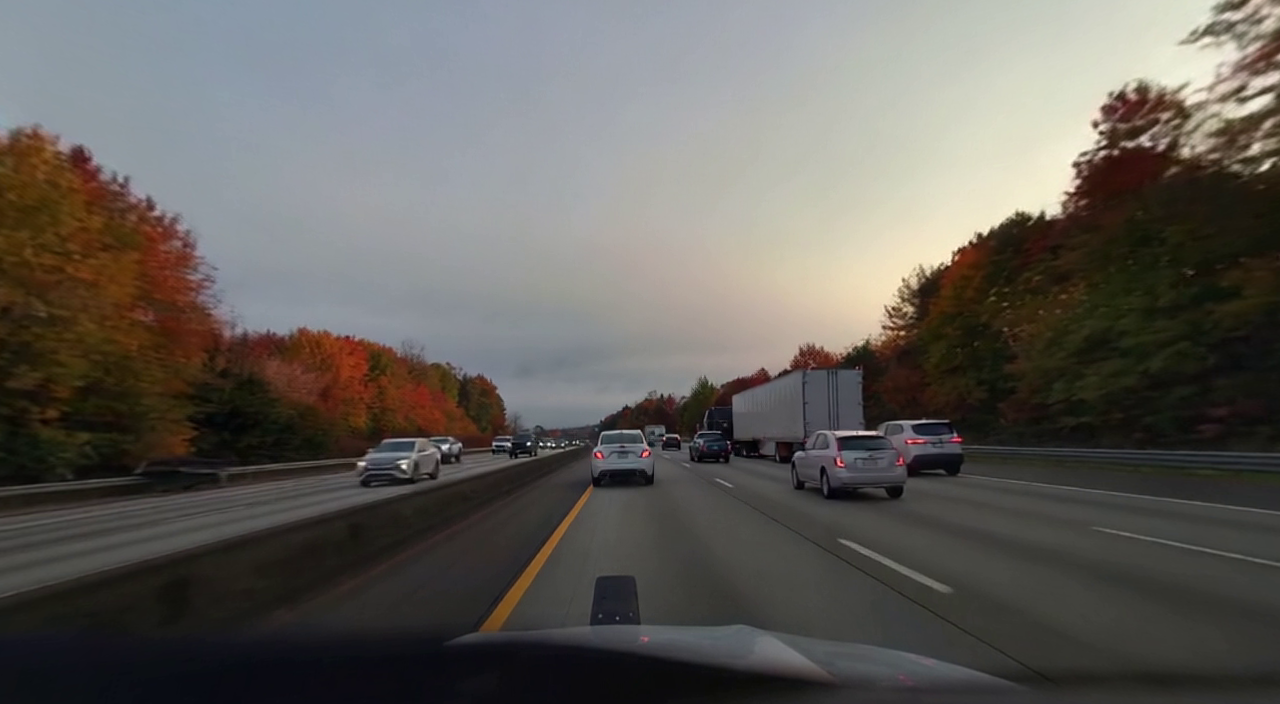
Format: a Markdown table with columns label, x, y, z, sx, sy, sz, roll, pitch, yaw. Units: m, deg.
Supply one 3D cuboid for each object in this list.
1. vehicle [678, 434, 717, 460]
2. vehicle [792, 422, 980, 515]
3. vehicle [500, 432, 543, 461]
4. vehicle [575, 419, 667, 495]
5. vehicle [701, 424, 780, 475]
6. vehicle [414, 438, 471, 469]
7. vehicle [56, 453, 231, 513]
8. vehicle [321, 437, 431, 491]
| label | x | y | z | sx | sy | sz | roll | pitch | yaw |
| --- | --- | --- | --- | --- | --- | --- | --- | --- | --- |
| vehicle | 3.417 | 5.707 | 37.993 | 1.865 | 1.471 | 3.916 | 0 | -8 | -2 |
| vehicle | 4.582 | 2.207 | 12.505 | 2.040 | 1.523 | 4.068 | 0 | -8 | -1 |
| vehicle | -8.828 | 7.081 | 47.227 | 2.243 | 2.051 | 5.305 | 0 | -8 | -1 |
| vehicle | -0.482 | 2.699 | 16.575 | 2.087 | 1.709 | 4.455 | 0 | -8 | -2 |
| vehicle | 3.585 | 3.545 | 23.186 | 2.147 | 1.707 | 3.963 | 0 | -8 | -2 |
| vehicle | -11.769 | 6.053 | 37.771 | 1.990 | 1.751 | 4.566 | 0 | -8 | -1 |
| vehicle | -14.925 | 3.905 | 19.281 | 1.976 | 1.500 | 4.233 | 0 | -8 | -2 |
| vehicle | -9.043 | 3.819 | 21.972 | 2.051 | 1.679 | 4.148 | 0 | -8 | 0 |
